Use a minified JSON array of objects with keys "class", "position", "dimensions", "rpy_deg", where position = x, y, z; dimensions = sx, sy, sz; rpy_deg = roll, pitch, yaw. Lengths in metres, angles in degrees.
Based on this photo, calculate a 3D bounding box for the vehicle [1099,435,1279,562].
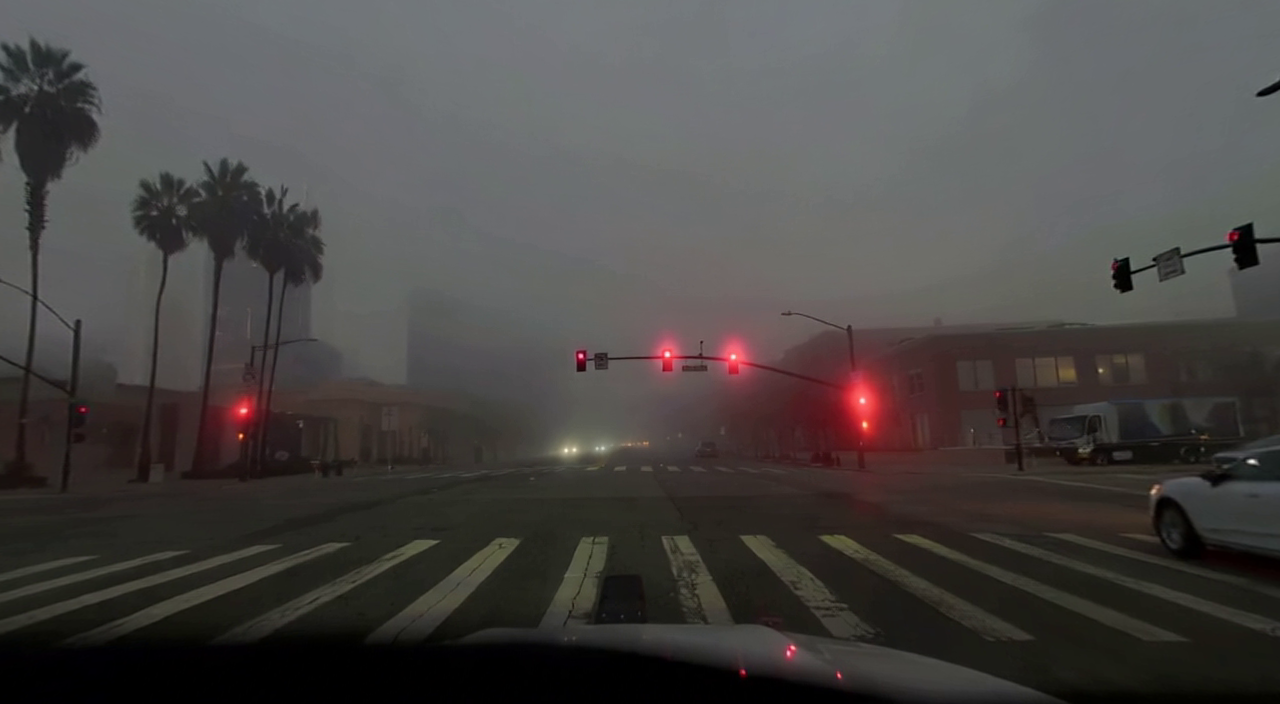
[{"class":"vehicle","position":[8.461,1.756,7.667],"dimensions":[2.003,1.475,4.520],"rpy_deg":[1,-9,-8]}]

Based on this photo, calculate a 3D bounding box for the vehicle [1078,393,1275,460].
[{"class":"vehicle","position":[32.613,4.726,39.339],"dimensions":[2.863,3.609,10.252],"rpy_deg":[0,-8,-3]}]
